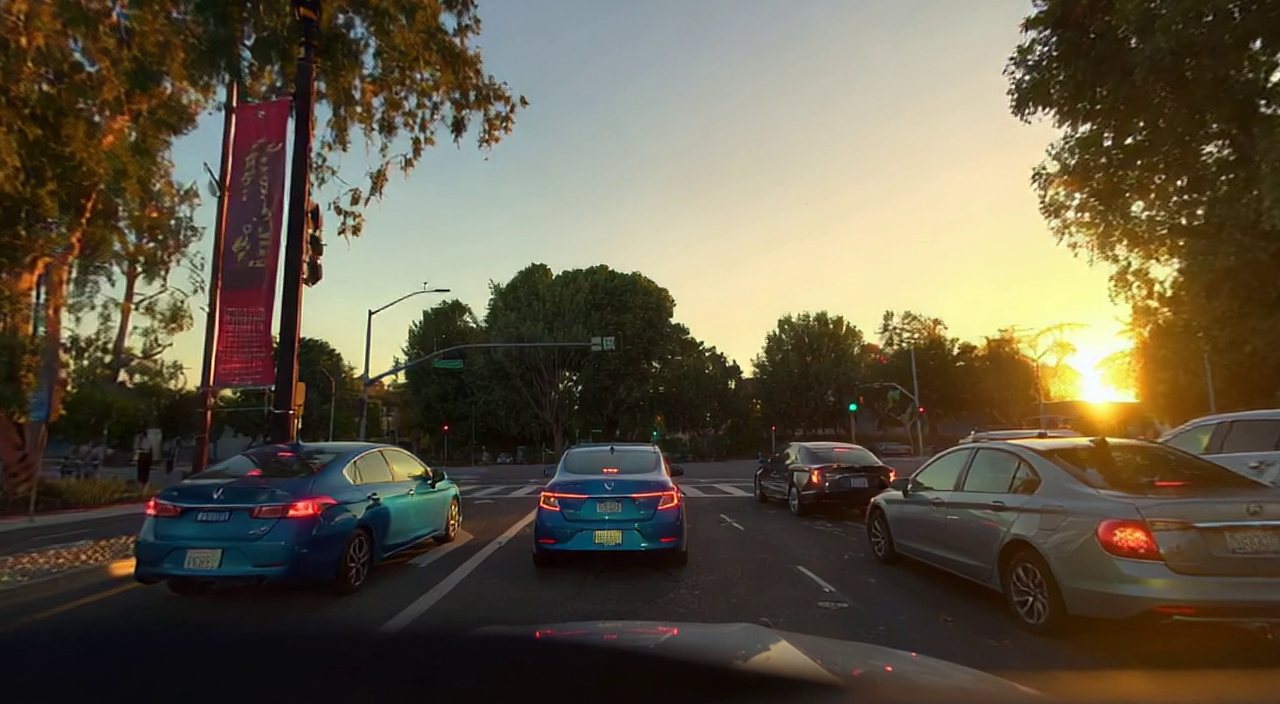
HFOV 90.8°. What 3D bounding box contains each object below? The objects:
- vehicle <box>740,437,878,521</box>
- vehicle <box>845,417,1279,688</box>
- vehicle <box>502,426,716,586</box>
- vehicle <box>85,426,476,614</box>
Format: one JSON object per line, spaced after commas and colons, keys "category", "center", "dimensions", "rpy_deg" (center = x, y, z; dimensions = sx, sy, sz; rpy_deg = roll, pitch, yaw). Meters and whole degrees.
{"category": "vehicle", "center": [3.396, 2.612, 13.497], "dimensions": [1.852, 1.498, 3.825], "rpy_deg": [0, -9, -1]}
{"category": "vehicle", "center": [3.596, 1.438, 5.762], "dimensions": [1.953, 1.471, 4.470], "rpy_deg": [0, -9, 0]}
{"category": "vehicle", "center": [-0.315, 1.724, 7.819], "dimensions": [1.994, 1.479, 3.647], "rpy_deg": [0, -9, -1]}
{"category": "vehicle", "center": [-3.370, 1.633, 7.091], "dimensions": [1.929, 1.457, 4.136], "rpy_deg": [0, -9, 0]}
